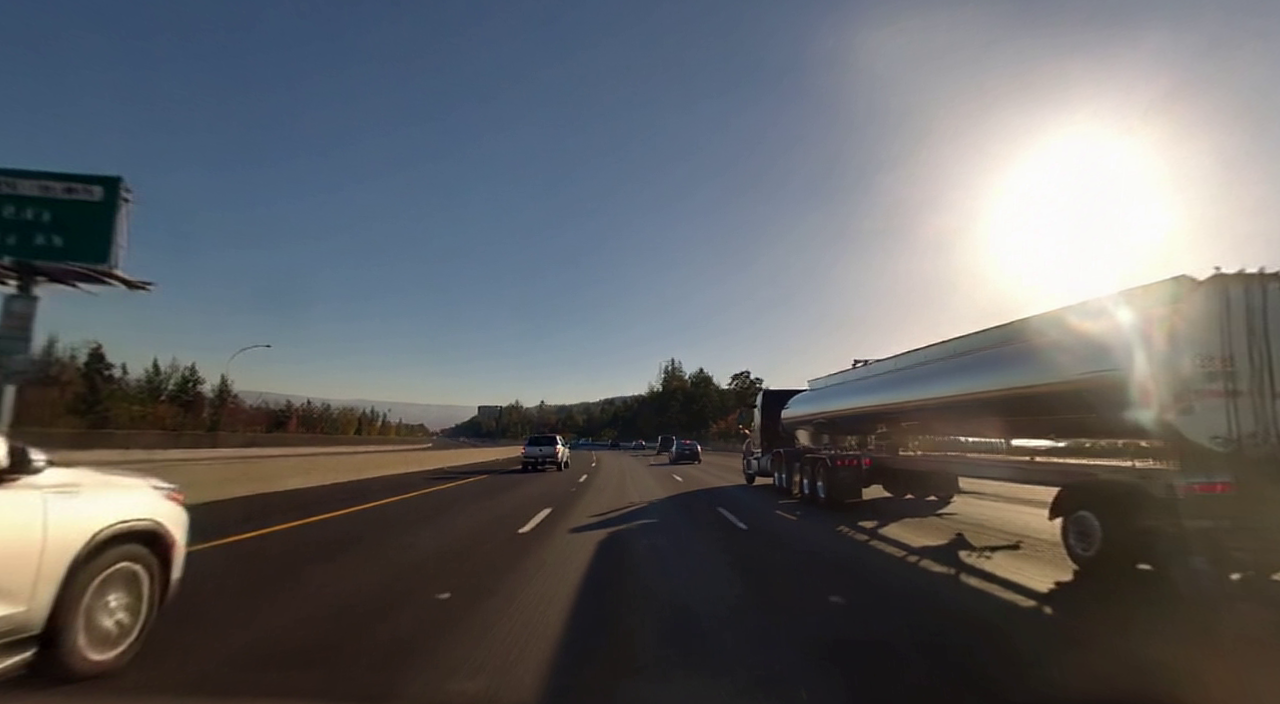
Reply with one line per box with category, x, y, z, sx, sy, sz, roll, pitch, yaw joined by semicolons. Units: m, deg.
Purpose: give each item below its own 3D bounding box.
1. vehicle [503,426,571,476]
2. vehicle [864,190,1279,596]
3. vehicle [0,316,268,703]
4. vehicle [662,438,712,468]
vehicle;-4.115;4.053;26.025;2.149;1.843;4.348;0;-8;-1
vehicle;7.410;1.054;10.477;3.554;3.573;10.307;0;-8;0
vehicle;-4.371;0.633;2.087;2.684;1.839;5.803;0;-8;1
vehicle;2.465;5.416;34.131;2.053;1.510;4.400;0;-8;-4
